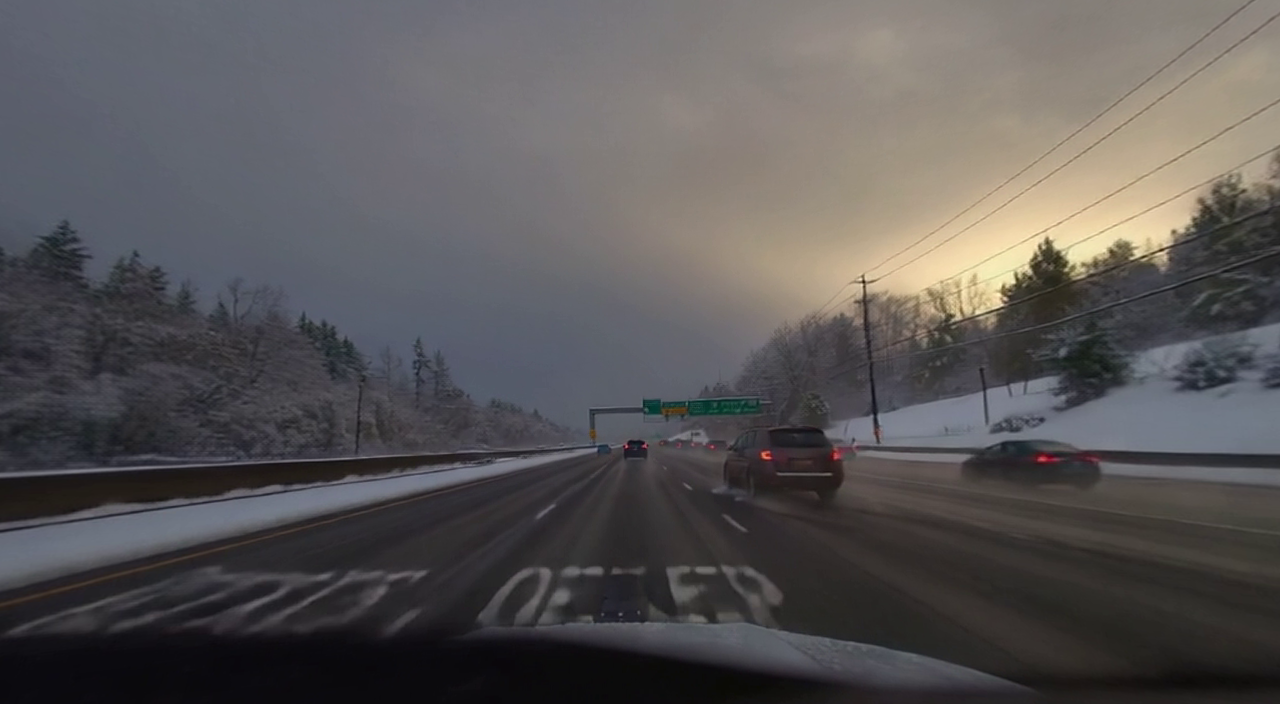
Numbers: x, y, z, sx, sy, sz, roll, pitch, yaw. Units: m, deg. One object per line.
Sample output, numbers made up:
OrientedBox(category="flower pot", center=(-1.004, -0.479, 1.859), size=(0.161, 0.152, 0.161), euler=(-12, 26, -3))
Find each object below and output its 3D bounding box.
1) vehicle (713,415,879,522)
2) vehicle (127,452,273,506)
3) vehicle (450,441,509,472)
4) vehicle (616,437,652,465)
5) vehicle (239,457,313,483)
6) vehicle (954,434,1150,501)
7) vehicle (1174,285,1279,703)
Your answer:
OrientedBox(category="vehicle", center=(2.995, 2.381, 13.402), size=(2.152, 1.821, 4.853), euler=(0, -8, -2))
OrientedBox(category="vehicle", center=(-15.390, 4.436, 22.407), size=(1.995, 1.664, 4.401), euler=(0, -8, 0))
OrientedBox(category="vehicle", center=(-8.917, 5.839, 35.422), size=(2.047, 1.650, 4.600), euler=(0, -8, 0))
OrientedBox(category="vehicle", center=(-0.424, 6.793, 43.230), size=(2.314, 1.796, 4.254), euler=(0, -8, -1))
OrientedBox(category="vehicle", center=(-23.134, 7.478, 40.204), size=(1.900, 1.477, 4.797), euler=(0, -8, -1))
OrientedBox(category="vehicle", center=(10.331, 2.920, 16.347), size=(1.890, 1.474, 4.662), euler=(0, -9, 0))
OrientedBox(category="vehicle", center=(3.451, 0.406, 0.313), size=(2.095, 1.886, 4.727), euler=(0, -8, -1))
